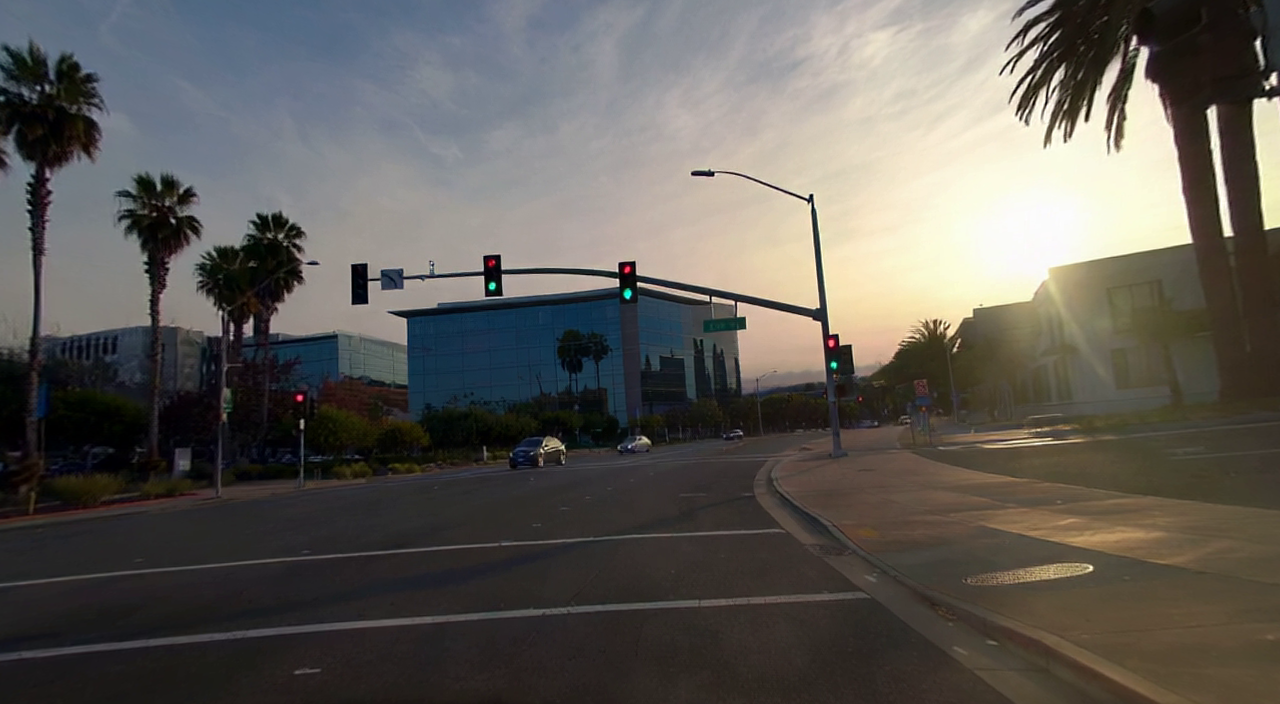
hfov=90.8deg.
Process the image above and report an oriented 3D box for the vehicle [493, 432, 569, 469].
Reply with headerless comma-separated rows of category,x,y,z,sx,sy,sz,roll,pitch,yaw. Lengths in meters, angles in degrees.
vehicle,-5.685,5.231,33.641,2.181,1.792,4.648,-3,-9,16
